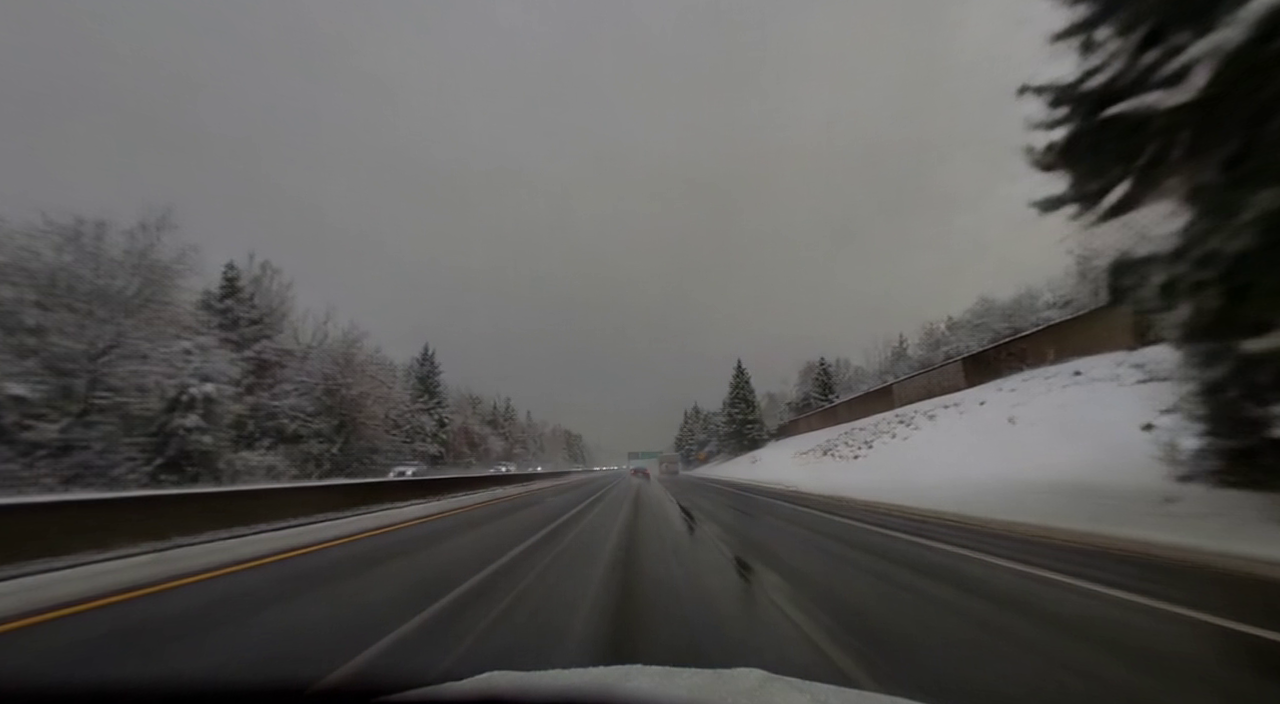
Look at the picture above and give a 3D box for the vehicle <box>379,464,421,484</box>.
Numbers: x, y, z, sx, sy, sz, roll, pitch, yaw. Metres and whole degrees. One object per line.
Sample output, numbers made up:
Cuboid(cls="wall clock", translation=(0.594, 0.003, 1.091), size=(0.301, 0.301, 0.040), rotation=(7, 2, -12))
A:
Cuboid(cls="vehicle", translation=(-18.864, 9.604, 49.708), size=(1.716, 1.454, 3.893), rotation=(1, -10, 1))
